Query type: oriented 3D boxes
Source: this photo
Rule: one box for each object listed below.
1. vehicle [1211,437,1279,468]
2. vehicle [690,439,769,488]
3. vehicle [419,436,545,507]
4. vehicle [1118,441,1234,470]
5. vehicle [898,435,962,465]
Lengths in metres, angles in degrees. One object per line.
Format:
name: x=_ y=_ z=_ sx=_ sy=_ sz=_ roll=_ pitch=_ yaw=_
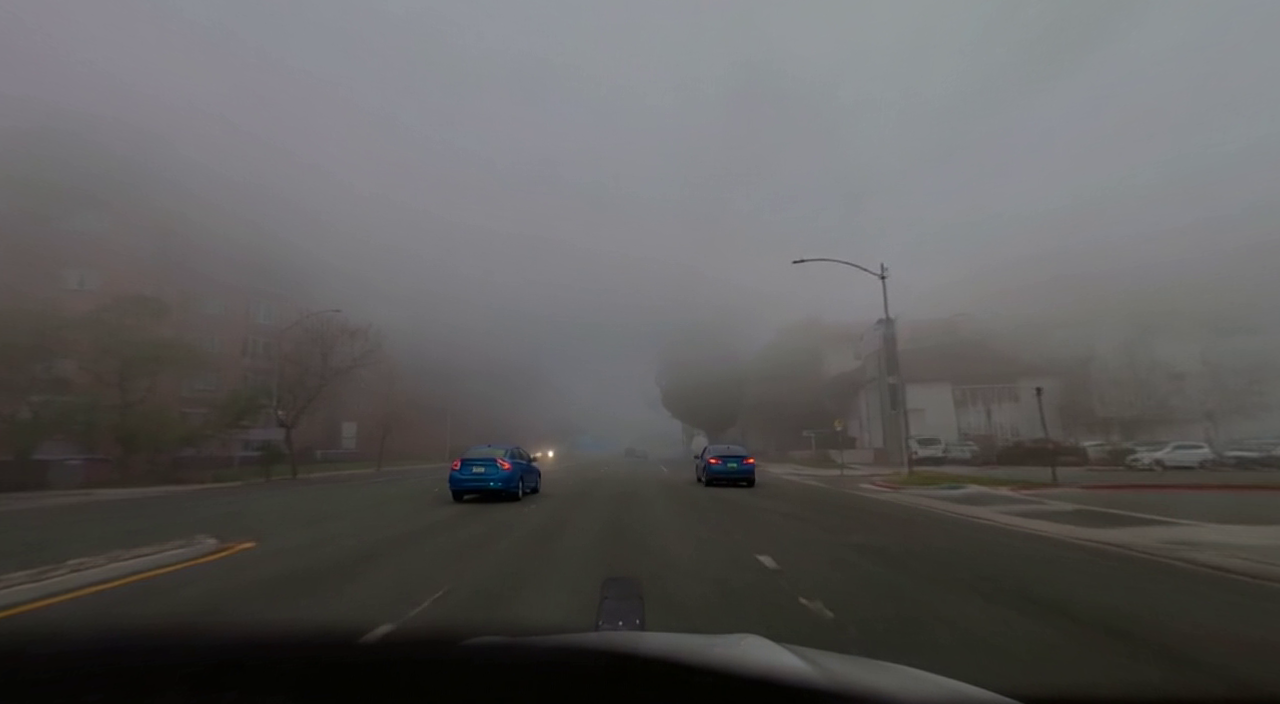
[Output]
vehicle: x=33.992 y=5.406 z=34.009 sx=4.516 sy=1.579 sz=1.908 roll=0 pitch=-8 yaw=1
vehicle: x=2.927 y=3.752 z=21.624 sx=1.978 sy=1.471 sz=4.426 roll=0 pitch=-8 yaw=-1
vehicle: x=-3.749 y=2.914 z=15.825 sx=2.062 sy=1.527 sz=4.044 roll=0 pitch=-8 yaw=0
vehicle: x=28.774 y=5.564 z=34.003 sx=4.560 sy=1.475 sz=1.914 roll=0 pitch=-8 yaw=-2
vehicle: x=19.455 y=6.594 z=42.621 sx=1.961 sy=1.861 sz=4.757 roll=0 pitch=-8 yaw=-1
